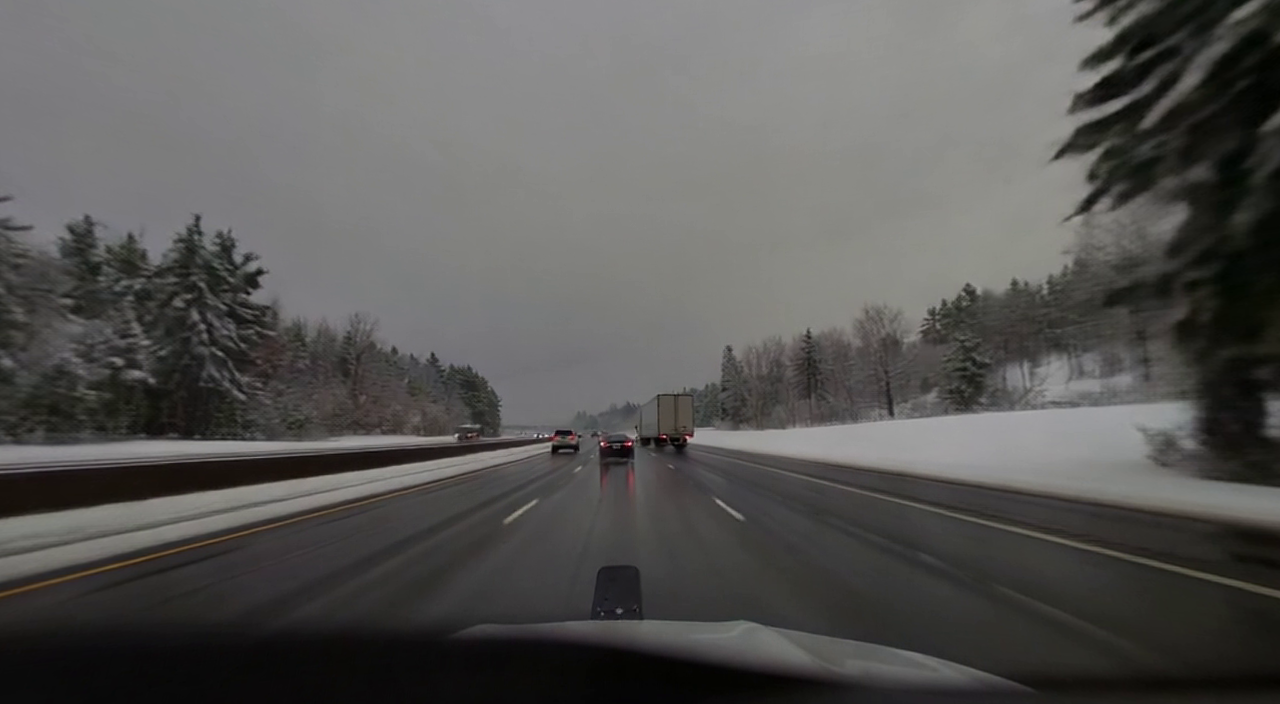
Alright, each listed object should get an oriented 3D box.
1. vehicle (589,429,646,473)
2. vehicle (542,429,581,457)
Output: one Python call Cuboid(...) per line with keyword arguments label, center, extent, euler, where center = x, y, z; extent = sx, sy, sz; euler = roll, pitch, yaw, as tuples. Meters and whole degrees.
Cuboid(label="vehicle", center=(-0.882, 3.885, 24.934), extent=(2.048, 1.563, 4.087), euler=(0, -8, -2))
Cuboid(label="vehicle", center=(-5.392, 6.312, 43.726), extent=(2.234, 1.773, 5.134), euler=(0, -8, -2))
